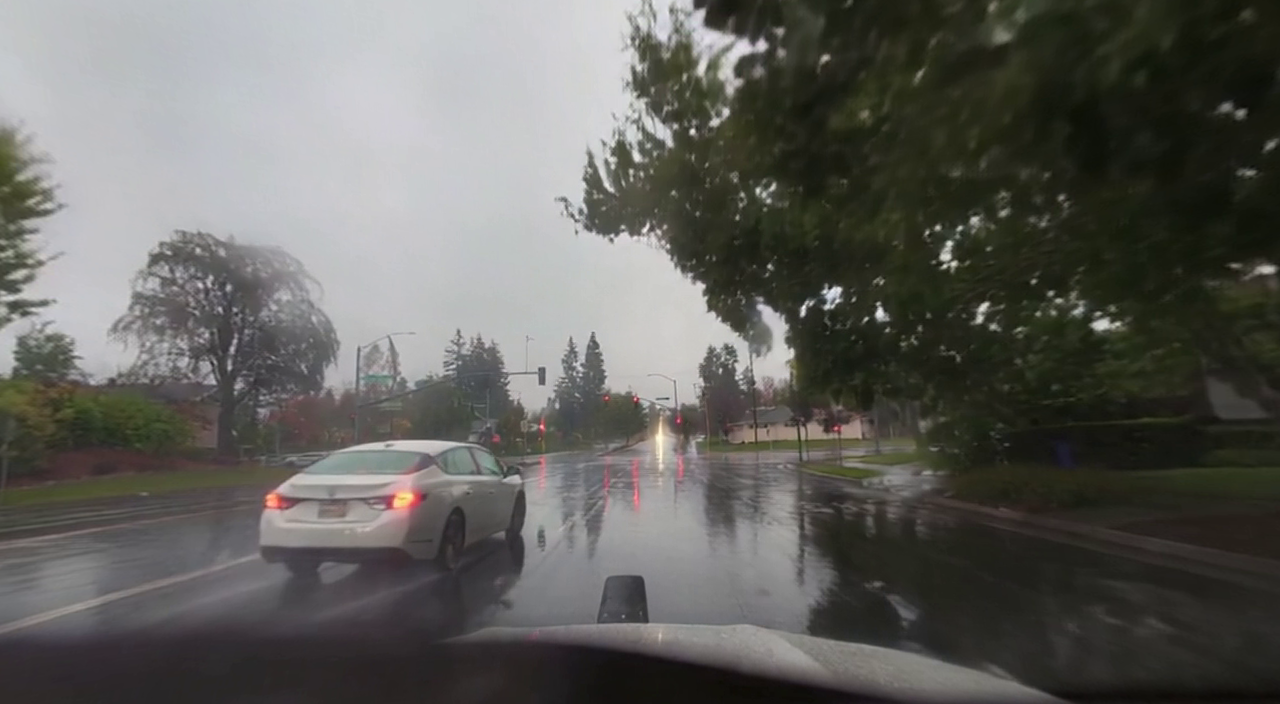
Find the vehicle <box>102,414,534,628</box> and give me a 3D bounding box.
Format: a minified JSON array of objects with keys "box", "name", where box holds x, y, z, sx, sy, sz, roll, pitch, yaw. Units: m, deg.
[{"box":[-2.855,1.622,7.216,2.139,1.564,4.901,-1,-8,4],"name":"vehicle"}]
